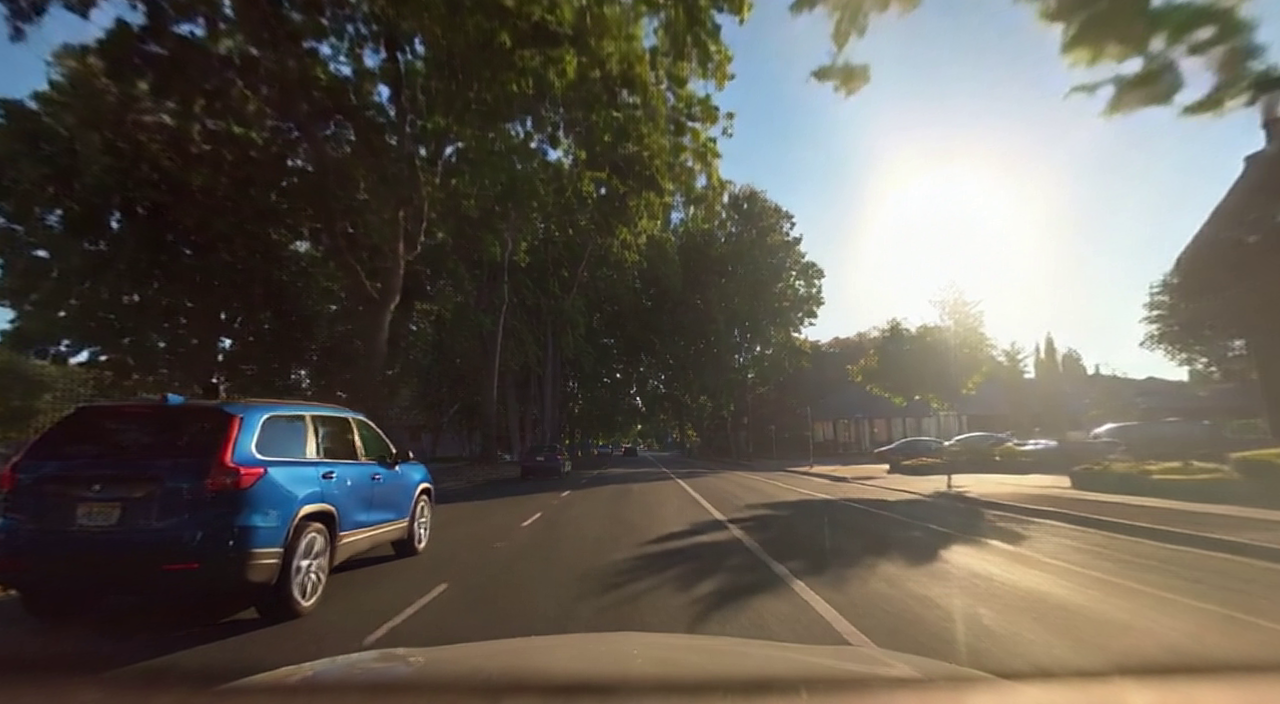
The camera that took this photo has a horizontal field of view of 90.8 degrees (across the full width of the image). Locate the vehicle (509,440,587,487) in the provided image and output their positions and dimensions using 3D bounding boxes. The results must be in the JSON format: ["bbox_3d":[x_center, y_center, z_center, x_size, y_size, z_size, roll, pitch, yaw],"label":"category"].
[{"bbox_3d":[-3.132,3.896,22.497,2.069,1.470,4.601,0,-8,1],"label":"vehicle"}]

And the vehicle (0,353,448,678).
[{"bbox_3d":[-3.459,1.232,5.797,2.042,1.817,4.364,0,-8,-1],"label":"vehicle"}]
